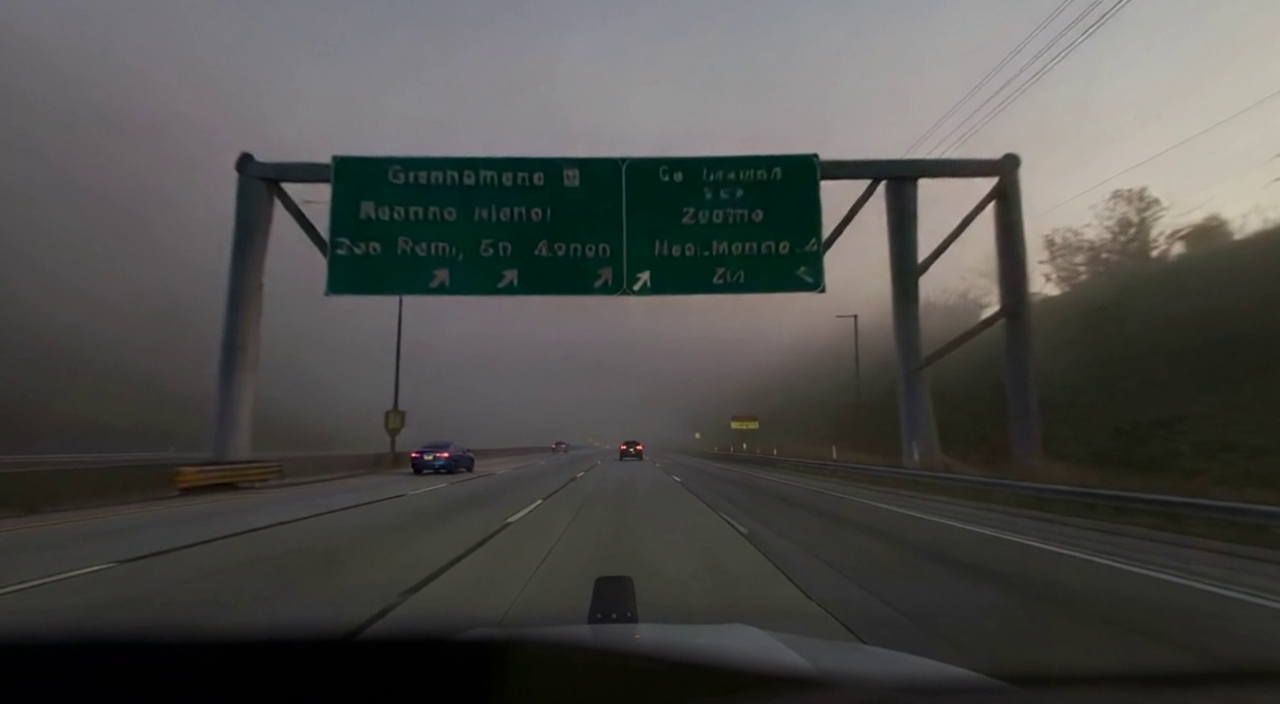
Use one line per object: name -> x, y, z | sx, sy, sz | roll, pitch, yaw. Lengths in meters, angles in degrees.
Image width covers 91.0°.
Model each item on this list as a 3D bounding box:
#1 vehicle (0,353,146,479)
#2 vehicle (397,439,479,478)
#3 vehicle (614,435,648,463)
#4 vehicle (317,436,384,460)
vehicle -> -21.506, 1.916, 19.065 | 2.761, 3.920, 13.199 | 0, -8, -2
vehicle -> -8.112, 4.309, 25.776 | 1.949, 1.428, 4.408 | 0, -8, -1
vehicle -> -0.602, 6.310, 40.934 | 2.040, 1.715, 3.906 | 0, -8, -1
vehicle -> -16.972, 5.636, 37.089 | 2.045, 1.312, 4.140 | 0, -8, -1
